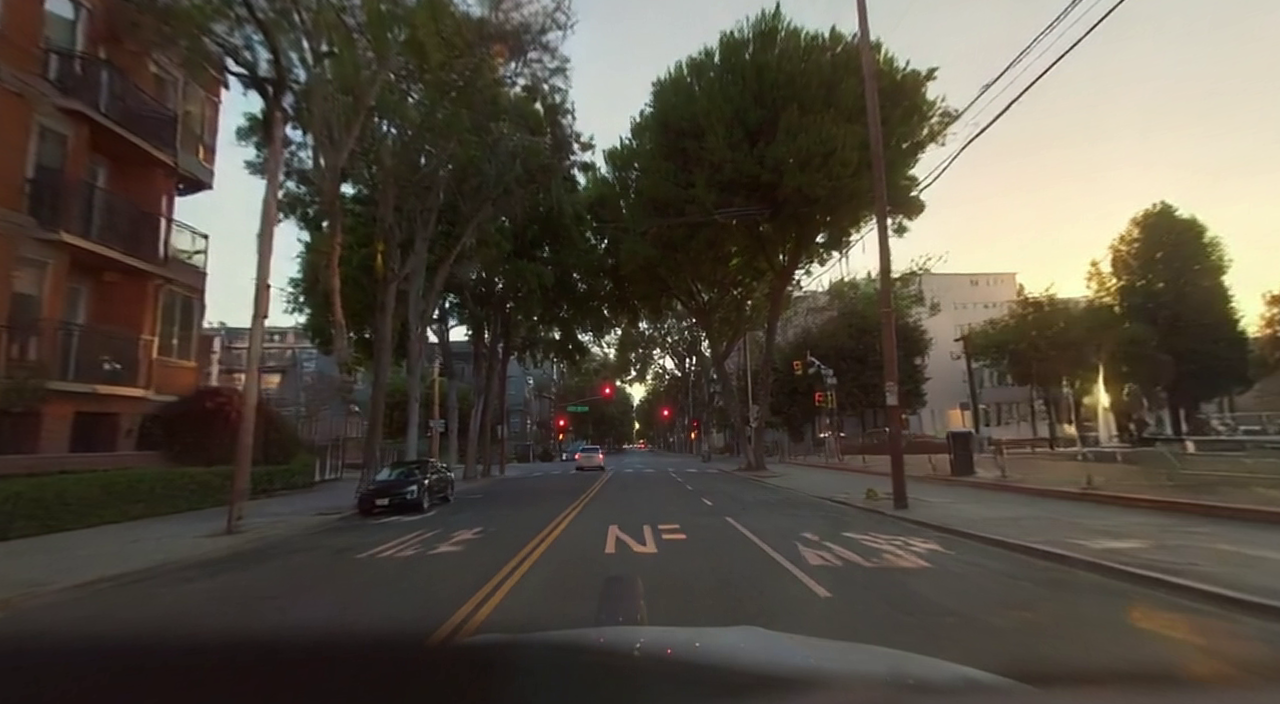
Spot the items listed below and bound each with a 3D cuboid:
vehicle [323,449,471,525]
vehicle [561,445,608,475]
[{"bbox_3d":[-5.823,3.241,15.806,1.947,1.473,4.397,-3,-9,1],"label":"vehicle"},{"bbox_3d":[-2.840,5.658,33.314,2.029,1.438,4.313,0,-8,1],"label":"vehicle"}]
